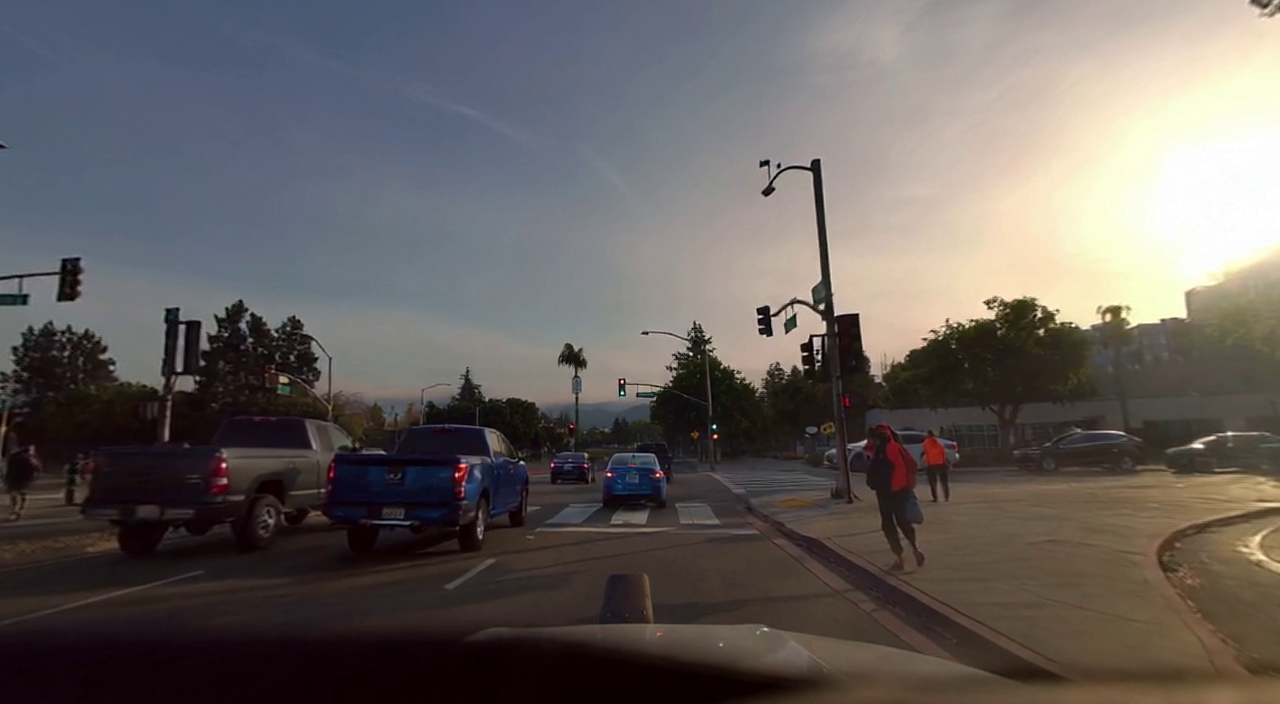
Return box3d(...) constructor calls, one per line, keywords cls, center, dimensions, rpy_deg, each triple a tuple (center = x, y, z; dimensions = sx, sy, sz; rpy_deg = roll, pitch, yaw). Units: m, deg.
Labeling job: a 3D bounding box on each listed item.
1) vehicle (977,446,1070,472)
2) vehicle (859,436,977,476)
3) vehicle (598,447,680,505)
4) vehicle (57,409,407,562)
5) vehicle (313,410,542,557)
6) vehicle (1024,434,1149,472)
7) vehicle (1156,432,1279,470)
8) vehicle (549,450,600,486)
box3d(cls="vehicle", center=(21.408, 5.971, 35.279), dimensions=(3.983, 1.443, 1.831), rpy_deg=(0, -9, 1))
box3d(cls="vehicle", center=(12.454, 4.704, 28.488), dimensions=(4.394, 1.724, 1.886), rpy_deg=(0, -9, 1))
box3d(cls="vehicle", center=(0.025, 3.585, 18.723), dimensions=(2.144, 1.497, 4.446), rpy_deg=(0, -9, 1))
box3d(cls="vehicle", center=(-6.564, 2.232, 11.468), dimensions=(2.544, 2.018, 5.893), rpy_deg=(0, -9, -2))
box3d(cls="vehicle", center=(-3.250, 2.138, 11.044), dimensions=(2.202, 1.961, 4.980), rpy_deg=(0, -9, 1))
box3d(cls="vehicle", center=(22.208, 5.027, 31.483), dimensions=(4.529, 1.786, 2.110), rpy_deg=(0, -9, 2))
box3d(cls="vehicle", center=(29.210, 4.927, 31.440), dimensions=(4.967, 1.794, 2.044), rpy_deg=(0, -9, 3))
box3d(cls="vehicle", center=(-3.234, 5.846, 32.152), dimensions=(2.003, 1.655, 4.878), rpy_deg=(0, -9, 1))
